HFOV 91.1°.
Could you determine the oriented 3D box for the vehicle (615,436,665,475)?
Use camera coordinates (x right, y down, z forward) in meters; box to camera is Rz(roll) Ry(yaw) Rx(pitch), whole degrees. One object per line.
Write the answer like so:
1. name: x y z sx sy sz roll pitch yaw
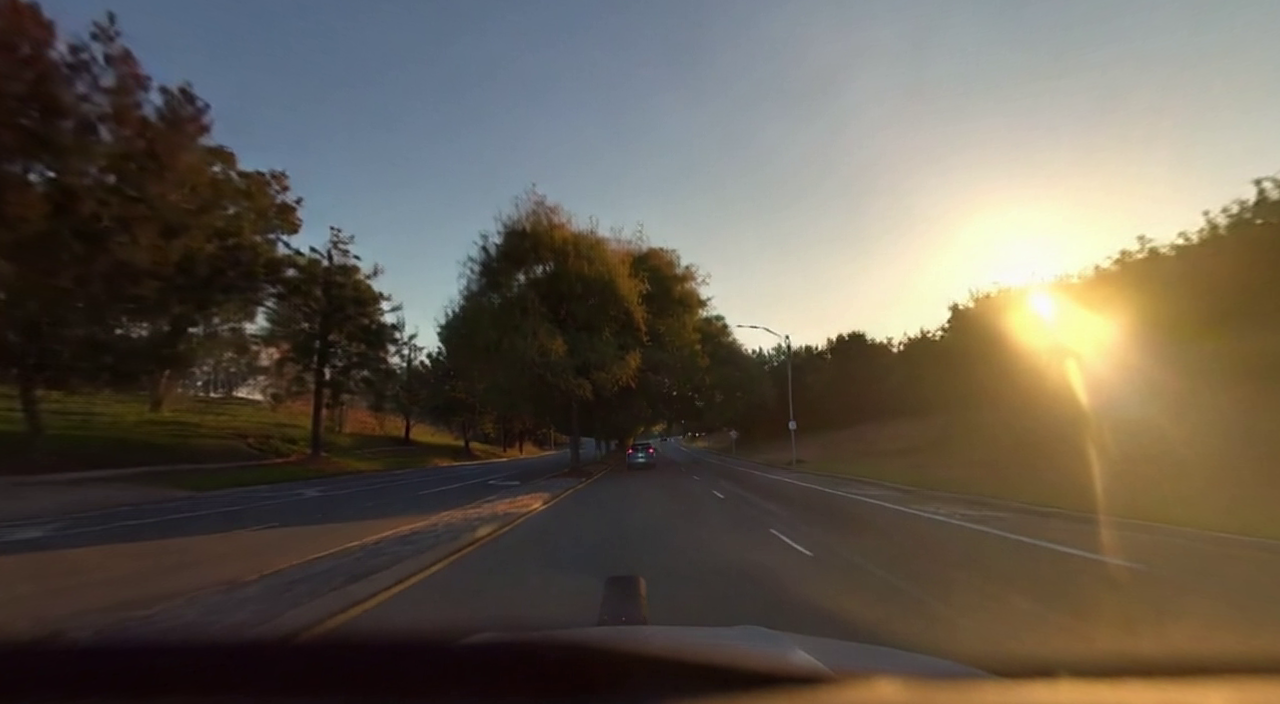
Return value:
1. vehicle: 0.005 5.098 30.829 2.256 1.734 4.176 -1 -9 0
